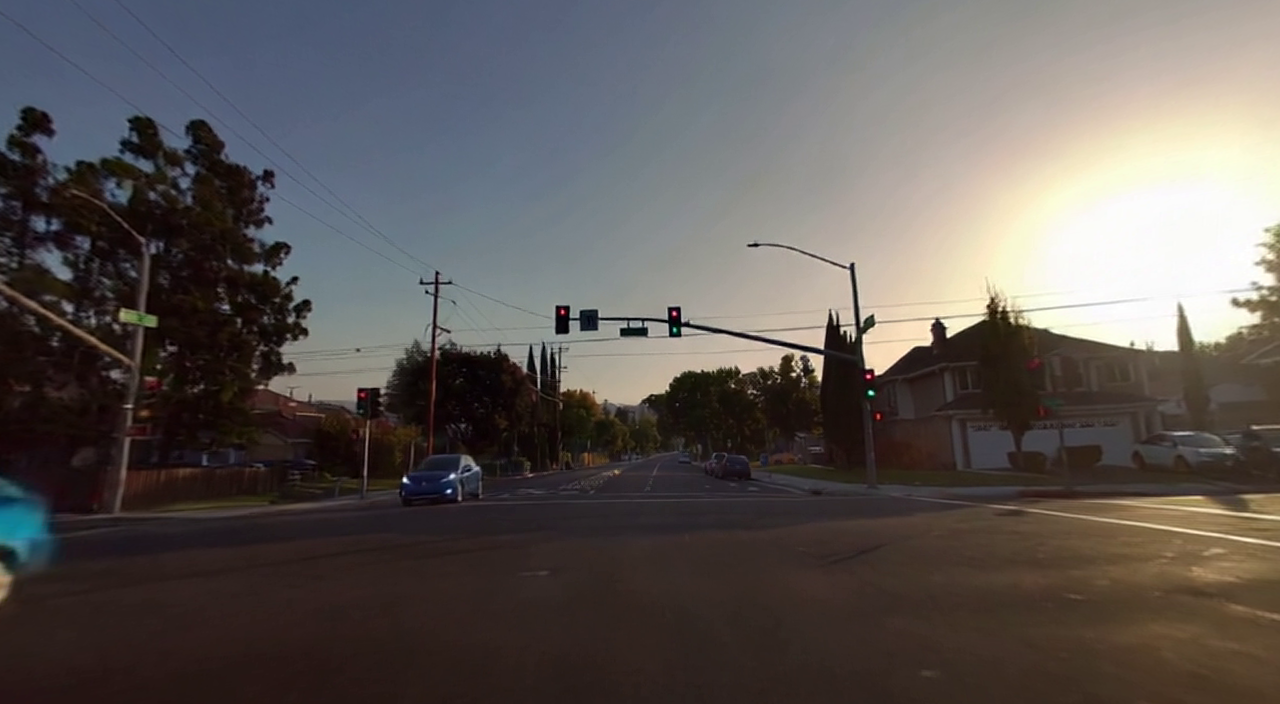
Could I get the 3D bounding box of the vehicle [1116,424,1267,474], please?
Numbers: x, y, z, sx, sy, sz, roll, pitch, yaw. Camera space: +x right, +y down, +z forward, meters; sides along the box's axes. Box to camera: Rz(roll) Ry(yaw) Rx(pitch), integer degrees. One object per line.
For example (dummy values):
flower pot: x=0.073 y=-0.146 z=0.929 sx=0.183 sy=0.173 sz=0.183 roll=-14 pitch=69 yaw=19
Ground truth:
vehicle: x=22.718 y=4.047 z=26.360 sx=1.964 sy=1.858 sz=4.881 roll=-1 pitch=-9 yaw=2

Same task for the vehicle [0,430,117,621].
vehicle: x=-6.671 y=1.408 z=4.690 sx=1.982 sy=1.686 sz=4.195 roll=0 pitch=-9 yaw=-1

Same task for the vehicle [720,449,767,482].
vehicle: x=5.620 y=6.181 z=34.715 sx=1.891 sy=1.611 sz=4.269 roll=0 pitch=-9 yaw=0

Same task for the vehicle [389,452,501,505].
vehicle: x=-6.717 y=4.389 z=22.500 sx=2.270 sy=1.605 sz=4.958 roll=0 pitch=-9 yaw=2
